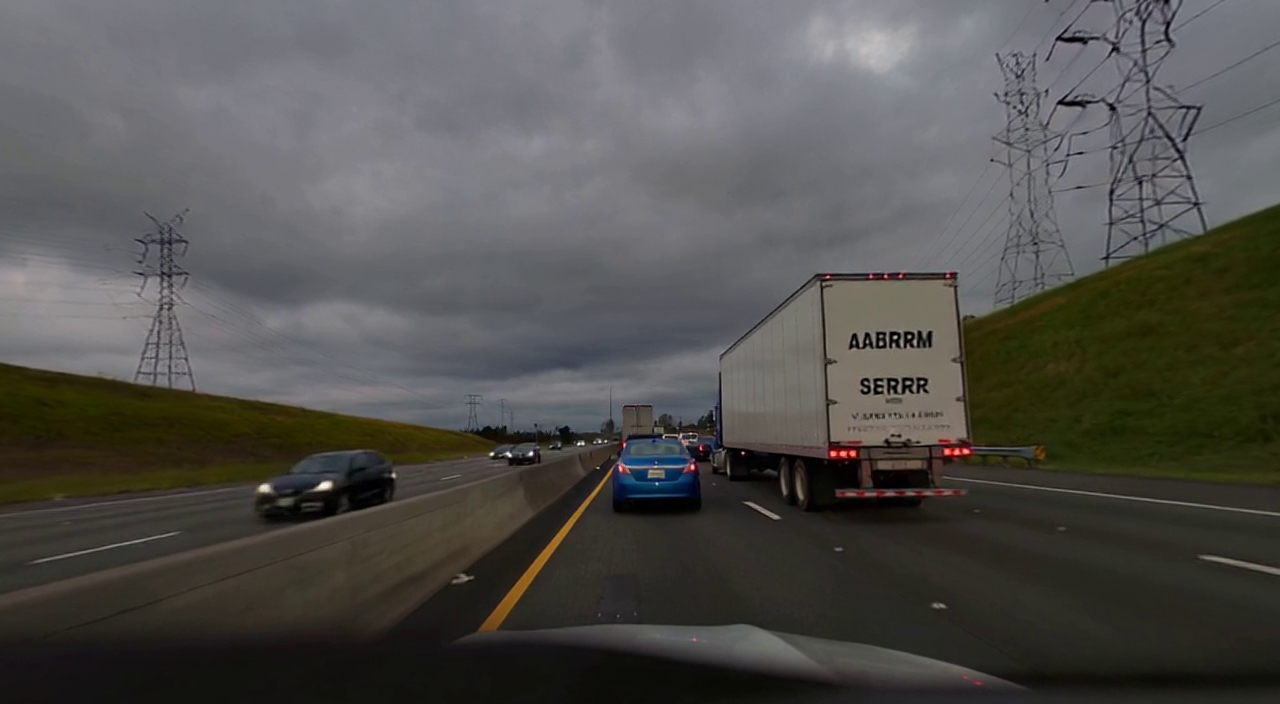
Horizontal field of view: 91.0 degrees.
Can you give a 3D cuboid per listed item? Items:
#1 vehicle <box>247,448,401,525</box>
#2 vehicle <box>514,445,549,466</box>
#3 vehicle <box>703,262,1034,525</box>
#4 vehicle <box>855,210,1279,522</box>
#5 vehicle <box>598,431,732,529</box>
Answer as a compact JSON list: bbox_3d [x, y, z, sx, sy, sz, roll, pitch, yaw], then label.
[{"bbox_3d":[-7.778,3.294,15.981,1.926,1.606,3.853,-1,-8,-1],"label":"vehicle"},{"bbox_3d":[-8.202,7.832,47.800,1.848,1.512,4.327,-1,-8,0],"label":"vehicle"},{"bbox_3d":[4.180,1.574,16.827,3.138,4.065,14.276,0,-8,-2],"label":"vehicle"},{"bbox_3d":[8.700,0.983,14.459,2.845,4.146,12.401,0,-8,-1],"label":"vehicle"},{"bbox_3d":[0.331,2.205,11.437,2.045,1.446,3.597,0,-8,-2],"label":"vehicle"}]
